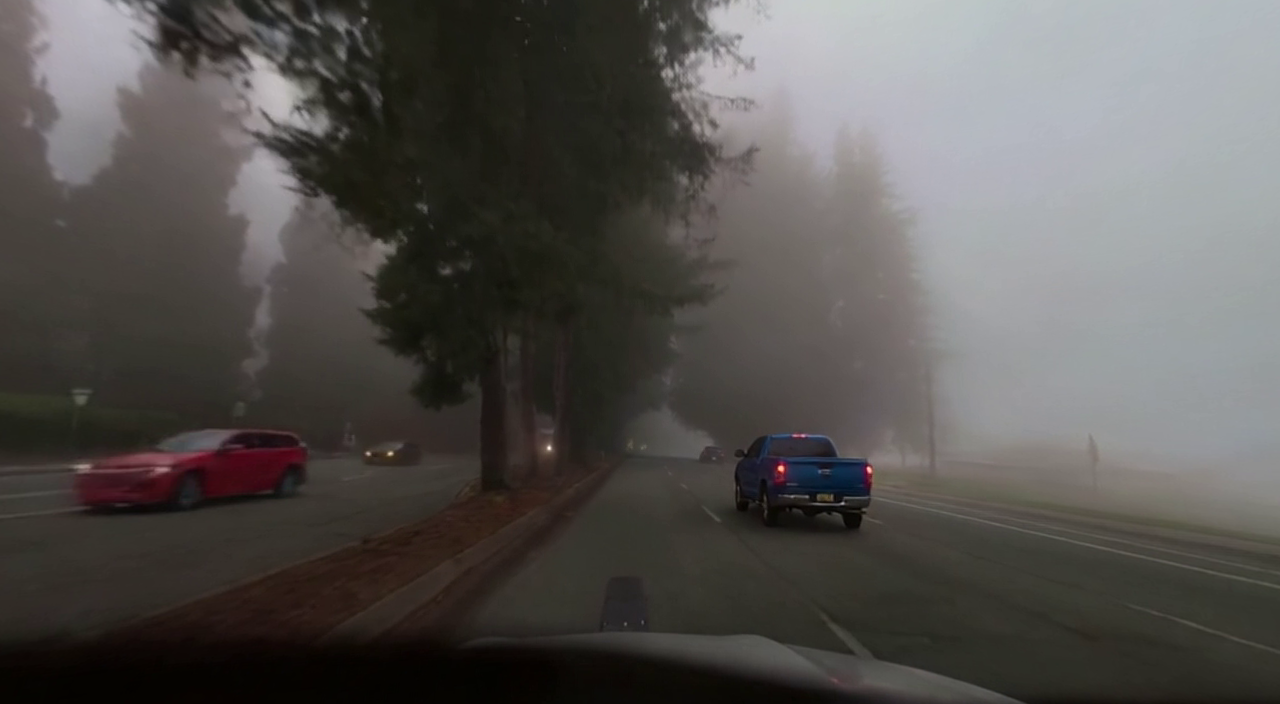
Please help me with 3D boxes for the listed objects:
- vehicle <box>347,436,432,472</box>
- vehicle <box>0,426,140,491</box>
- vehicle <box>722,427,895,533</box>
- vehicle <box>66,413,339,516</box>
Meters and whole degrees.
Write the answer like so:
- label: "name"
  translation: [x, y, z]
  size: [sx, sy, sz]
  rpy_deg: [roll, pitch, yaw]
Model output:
- label: "vehicle"
  translation: [-10.959, 4.476, 27.989]
  size: [1.892, 1.471, 4.532]
  rpy_deg: [0, -8, 0]
- label: "vehicle"
  translation: [-15.534, 2.679, 16.015]
  size: [1.870, 1.472, 4.410]
  rpy_deg: [0, -8, 3]
- label: "vehicle"
  translation: [3.050, 2.436, 12.635]
  size: [2.108, 1.712, 4.616]
  rpy_deg: [0, -8, -1]
- label: "vehicle"
  translation: [-8.099, 2.143, 12.410]
  size: [2.121, 1.639, 4.525]
  rpy_deg: [0, -8, 0]
